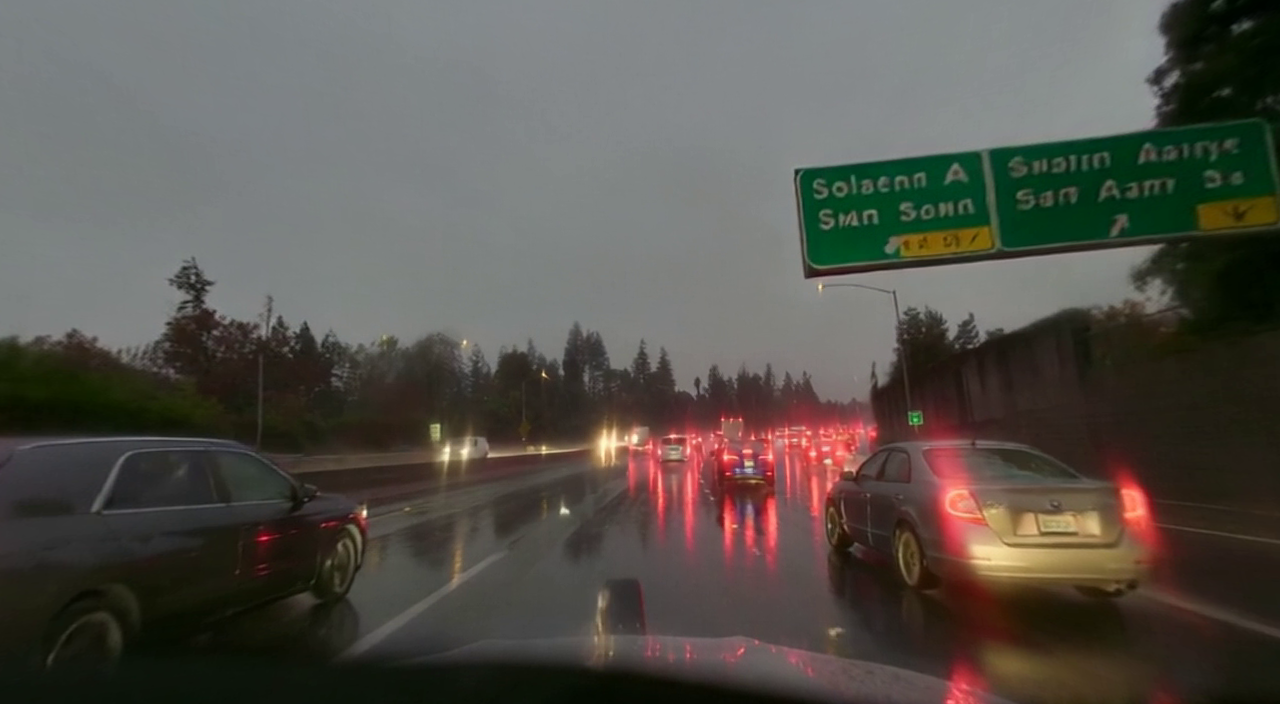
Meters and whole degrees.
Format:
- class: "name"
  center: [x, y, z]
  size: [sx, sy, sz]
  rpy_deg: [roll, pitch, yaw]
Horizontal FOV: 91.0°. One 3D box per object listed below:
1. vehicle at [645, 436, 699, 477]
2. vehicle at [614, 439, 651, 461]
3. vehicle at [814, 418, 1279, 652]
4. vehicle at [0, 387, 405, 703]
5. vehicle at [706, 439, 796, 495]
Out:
- class: "vehicle"
  center: [1.405, 4.535, 27.494]
  size: [2.201, 1.614, 3.803]
  rpy_deg: [-1, -9, 4]
- class: "vehicle"
  center: [-0.495, 7.084, 45.694]
  size: [2.059, 1.516, 4.236]
  rpy_deg: [-1, -9, 7]
- class: "vehicle"
  center: [3.438, 1.547, 6.471]
  size: [2.014, 1.489, 4.696]
  rpy_deg: [0, -9, 1]
- class: "vehicle"
  center: [-3.266, 1.142, 3.745]
  size: [1.937, 1.558, 4.469]
  rpy_deg: [0, -9, 1]
- class: "vehicle"
  center: [3.234, 3.450, 19.278]
  size: [2.009, 1.489, 4.559]
  rpy_deg: [0, -9, 1]
